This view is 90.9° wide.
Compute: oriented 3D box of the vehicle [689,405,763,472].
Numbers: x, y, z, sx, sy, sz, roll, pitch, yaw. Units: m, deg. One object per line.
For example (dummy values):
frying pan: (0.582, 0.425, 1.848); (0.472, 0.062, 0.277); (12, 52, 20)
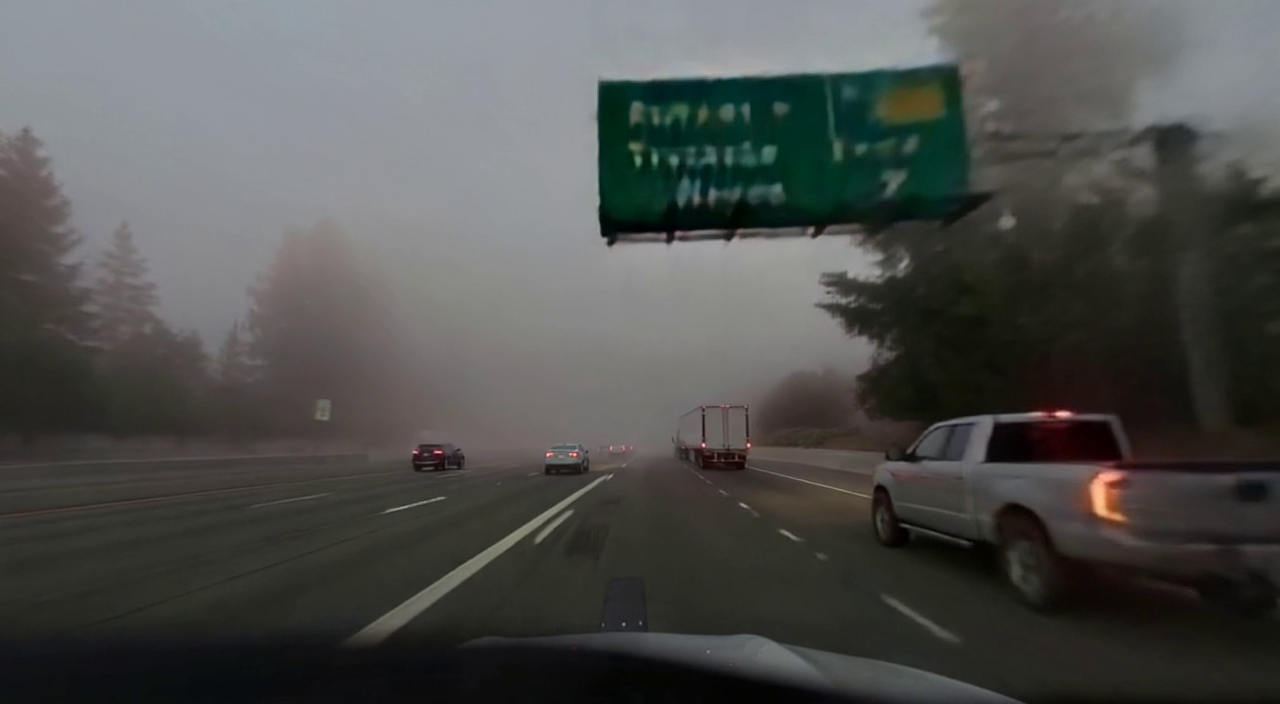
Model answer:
vehicle: (4.215, 4.482, 32.513); (2.732, 3.052, 7.118); (0, -8, -1)

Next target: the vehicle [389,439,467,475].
vehicle: (-9.446, 4.709, 28.469); (1.899, 1.465, 4.589); (0, -8, 0)

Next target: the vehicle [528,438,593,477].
vehicle: (-3.184, 4.336, 26.135); (1.981, 1.473, 4.317); (0, -8, 2)

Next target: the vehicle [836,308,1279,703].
vehicle: (4.182, 1.223, 6.186); (2.355, 1.930, 6.633); (0, -8, 0)
